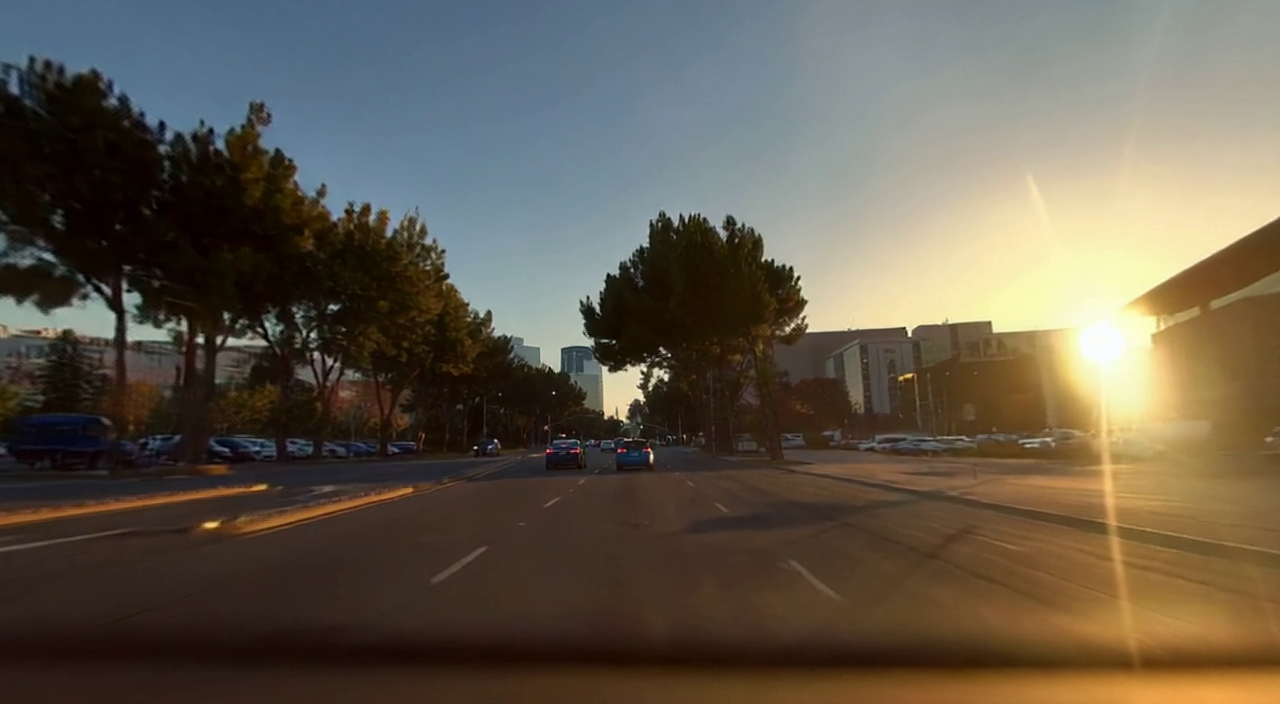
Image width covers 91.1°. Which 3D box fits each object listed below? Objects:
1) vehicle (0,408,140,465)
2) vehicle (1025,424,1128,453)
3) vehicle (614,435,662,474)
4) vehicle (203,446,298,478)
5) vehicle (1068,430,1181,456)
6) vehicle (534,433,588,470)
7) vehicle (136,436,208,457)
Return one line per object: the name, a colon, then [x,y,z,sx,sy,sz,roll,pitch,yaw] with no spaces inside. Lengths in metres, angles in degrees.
vehicle: [-35.112,5.104,37.743,7.444,3.245,2.697,0,-8,-2]
vehicle: [30.399,6.041,43.828,5.405,1.896,2.219,0,-8,3]
vehicle: [-0.089,4.606,28.444,2.042,1.641,4.187,0,-8,0]
vehicle: [-19.901,5.623,32.343,1.994,1.475,4.521,0,-8,0]
vehicle: [30.015,5.657,38.973,5.212,1.538,2.086,0,-8,1]
vehicle: [-3.910,5.017,31.731,2.113,1.713,4.422,0,-8,0]
vehicle: [-35.872,7.276,48.160,3.993,1.552,1.863,0,-8,0]
